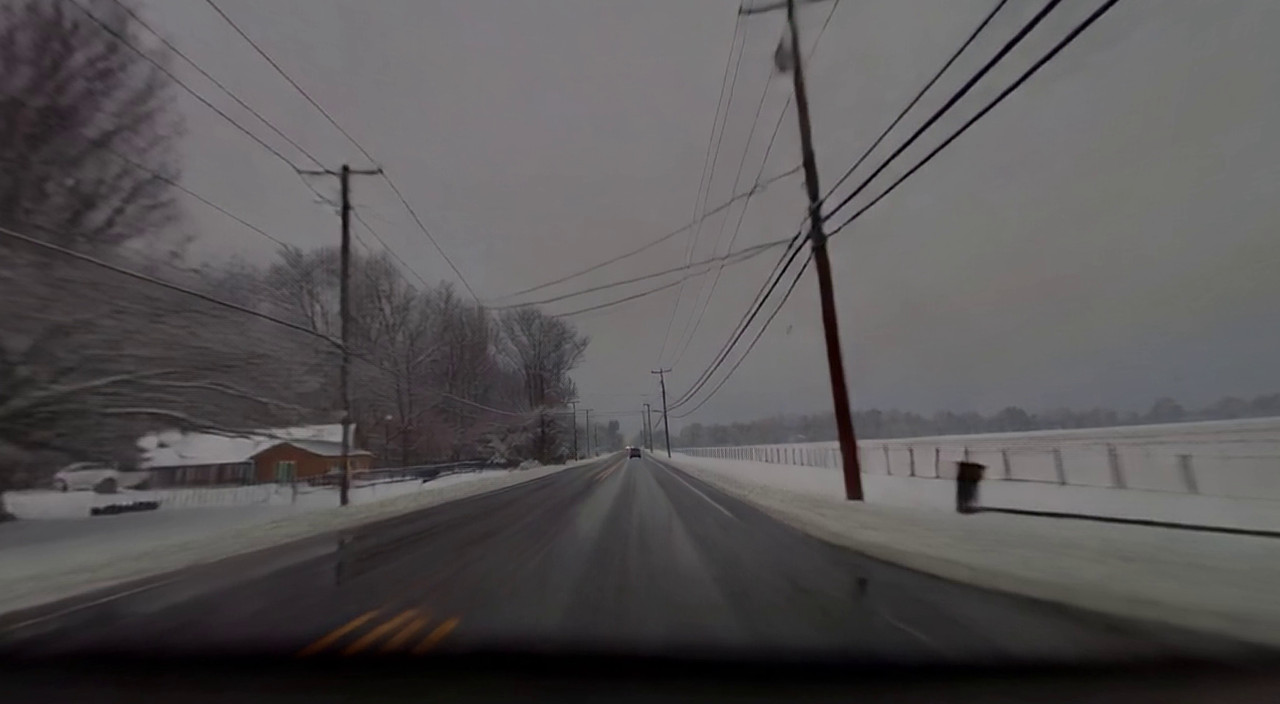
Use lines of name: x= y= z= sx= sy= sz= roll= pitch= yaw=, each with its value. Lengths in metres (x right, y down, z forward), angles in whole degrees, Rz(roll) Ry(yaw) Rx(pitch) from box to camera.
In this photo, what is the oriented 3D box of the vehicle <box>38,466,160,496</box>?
vehicle: x=-36.902 y=8.800 z=43.248 sx=5.978 sy=1.864 sz=2.185 roll=1 pitch=-8 yaw=-7
